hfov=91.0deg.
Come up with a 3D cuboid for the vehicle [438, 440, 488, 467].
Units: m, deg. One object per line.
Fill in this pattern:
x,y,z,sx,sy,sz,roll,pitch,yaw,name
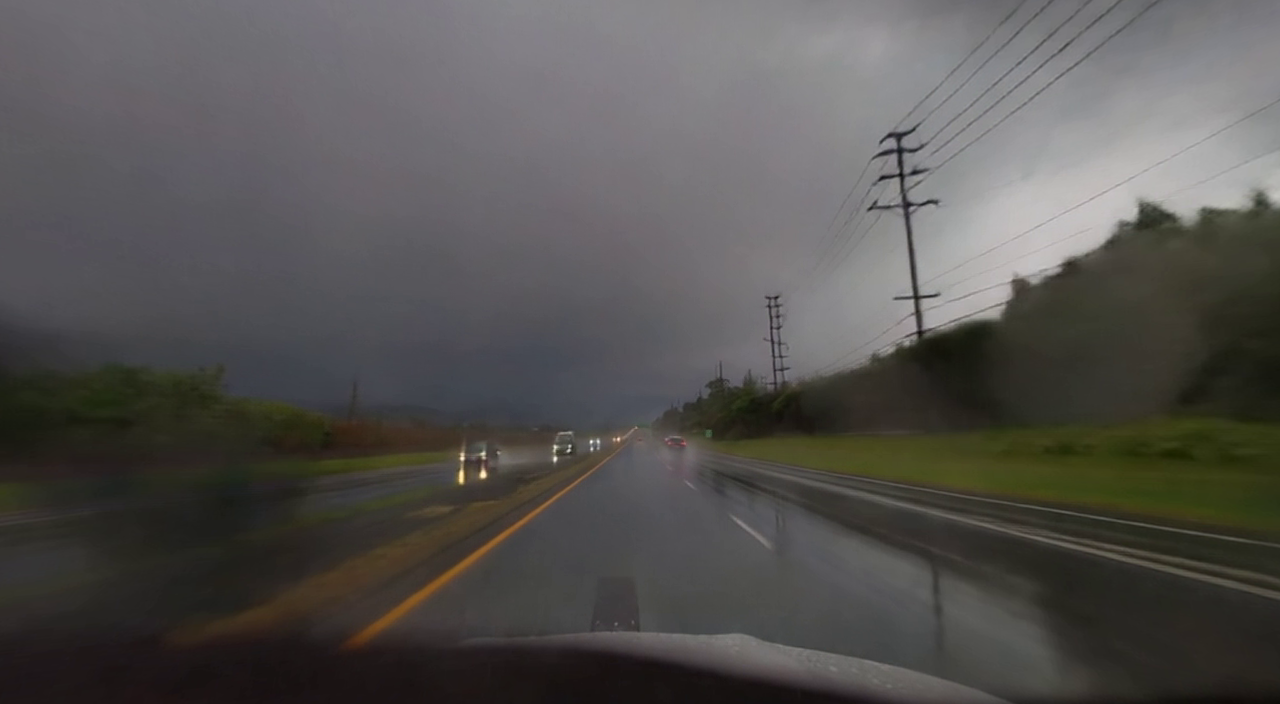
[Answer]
-11.471,6.608,41.108,1.954,1.613,4.429,-1,-8,0,vehicle
